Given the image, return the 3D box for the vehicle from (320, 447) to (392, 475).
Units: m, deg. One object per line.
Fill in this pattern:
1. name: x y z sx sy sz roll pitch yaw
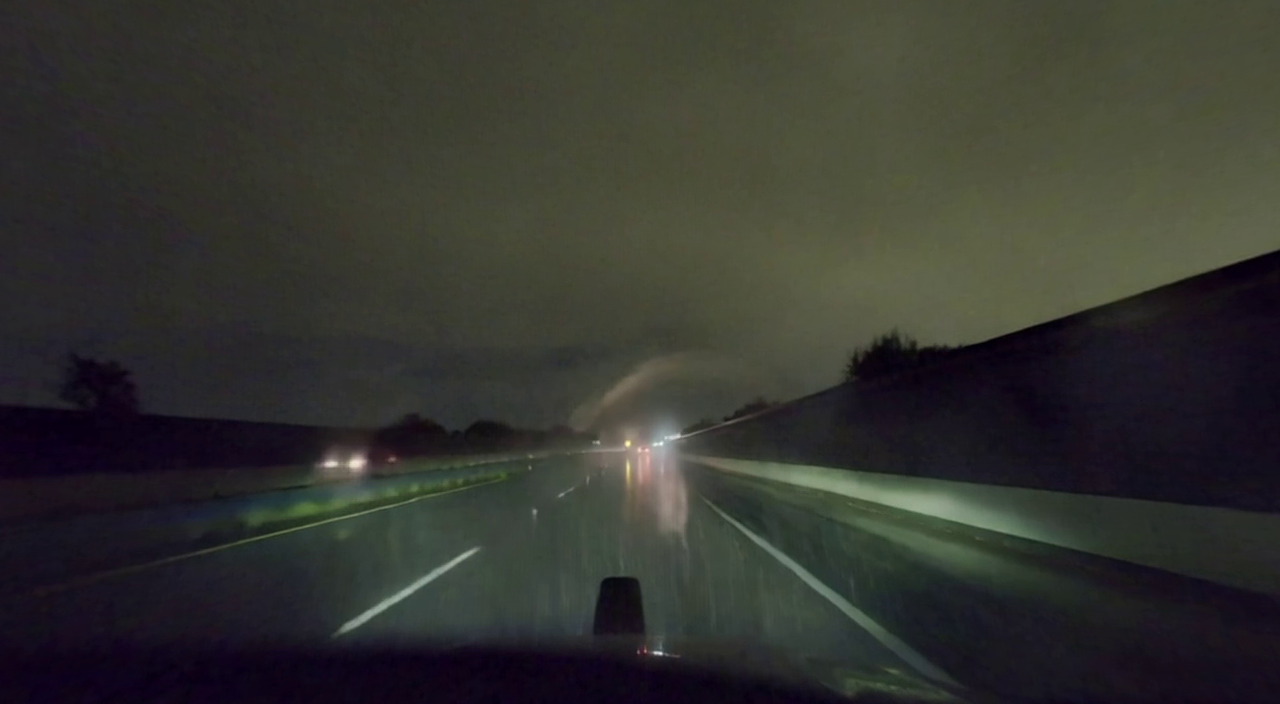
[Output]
1. vehicle: -16.325 6.279 36.421 1.870 1.465 4.860 0 -9 0
